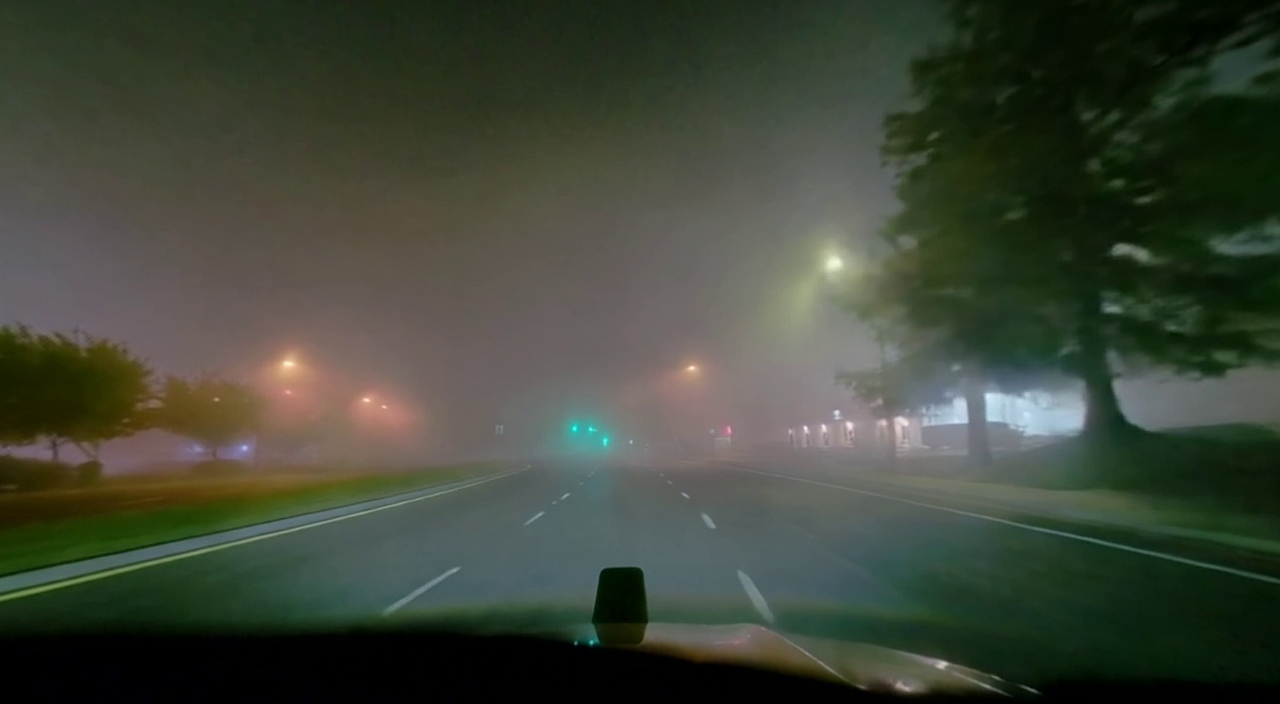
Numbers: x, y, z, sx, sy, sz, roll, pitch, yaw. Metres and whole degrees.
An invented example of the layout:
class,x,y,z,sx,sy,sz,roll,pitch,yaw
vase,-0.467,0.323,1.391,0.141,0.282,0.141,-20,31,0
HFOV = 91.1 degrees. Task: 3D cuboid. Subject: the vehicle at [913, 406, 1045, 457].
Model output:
class,x,y,z,sx,sy,sz,roll,pitch,yaw
vehicle,22.616,5.401,42.127,7.144,3.248,2.873,1,-9,-4
